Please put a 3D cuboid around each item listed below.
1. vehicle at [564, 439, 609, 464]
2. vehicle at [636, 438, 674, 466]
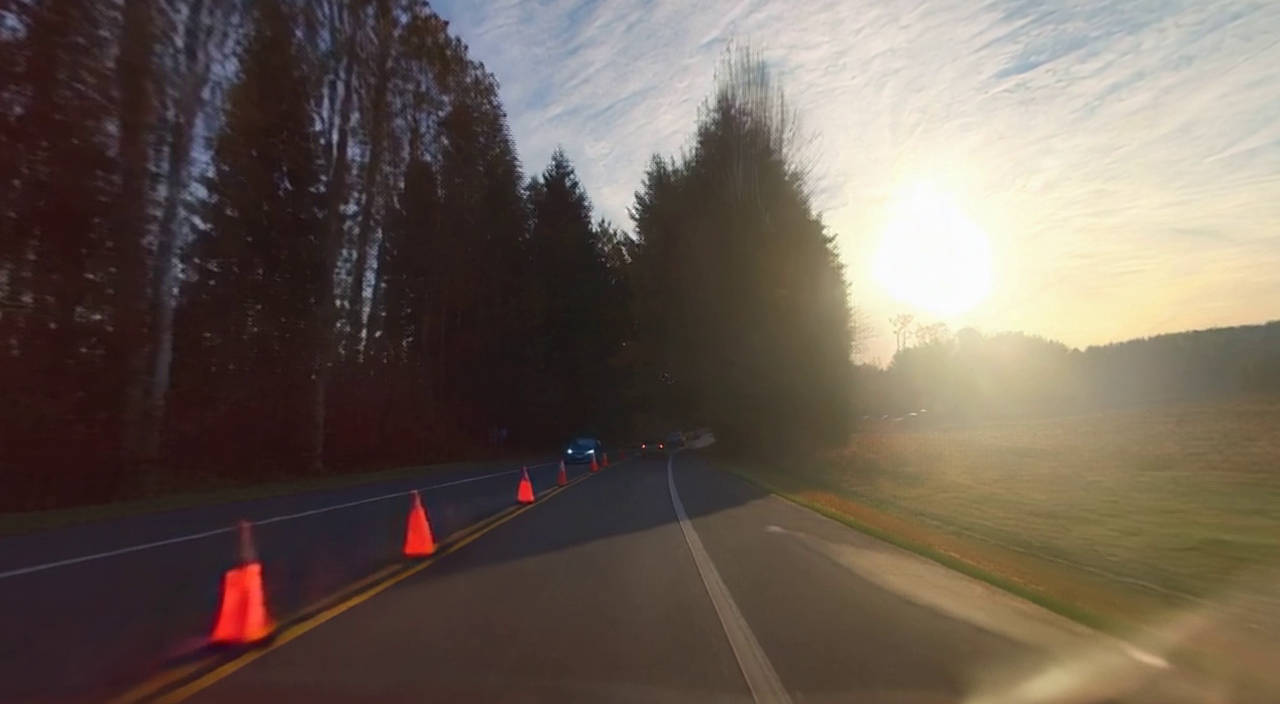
[{"bbox_3d":[-3.177,6.051,38.378,2.046,1.451,4.342,-1,-9,5],"label":"vehicle"},{"bbox_3d":[0.928,5.723,36.084,2.042,1.489,3.963,0,-9,3],"label":"vehicle"}]
